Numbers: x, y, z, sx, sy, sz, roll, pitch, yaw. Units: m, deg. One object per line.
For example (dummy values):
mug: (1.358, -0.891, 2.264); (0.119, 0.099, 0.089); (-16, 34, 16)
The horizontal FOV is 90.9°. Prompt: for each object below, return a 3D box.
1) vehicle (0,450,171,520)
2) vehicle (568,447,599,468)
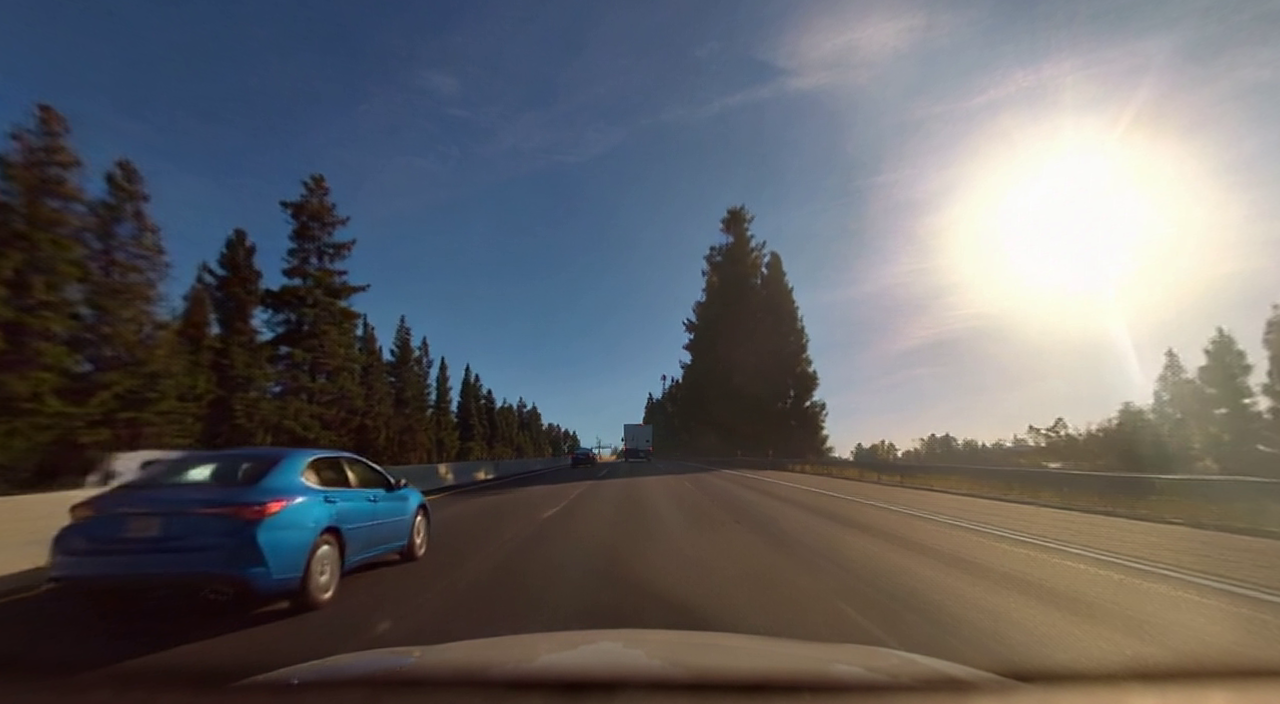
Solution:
vehicle: (-16.479, 3.774, 18.454); (2.191, 1.757, 4.202); (0, -9, -1)
vehicle: (-4.264, 8.021, 47.995); (1.916, 1.506, 4.476); (0, -9, 0)
